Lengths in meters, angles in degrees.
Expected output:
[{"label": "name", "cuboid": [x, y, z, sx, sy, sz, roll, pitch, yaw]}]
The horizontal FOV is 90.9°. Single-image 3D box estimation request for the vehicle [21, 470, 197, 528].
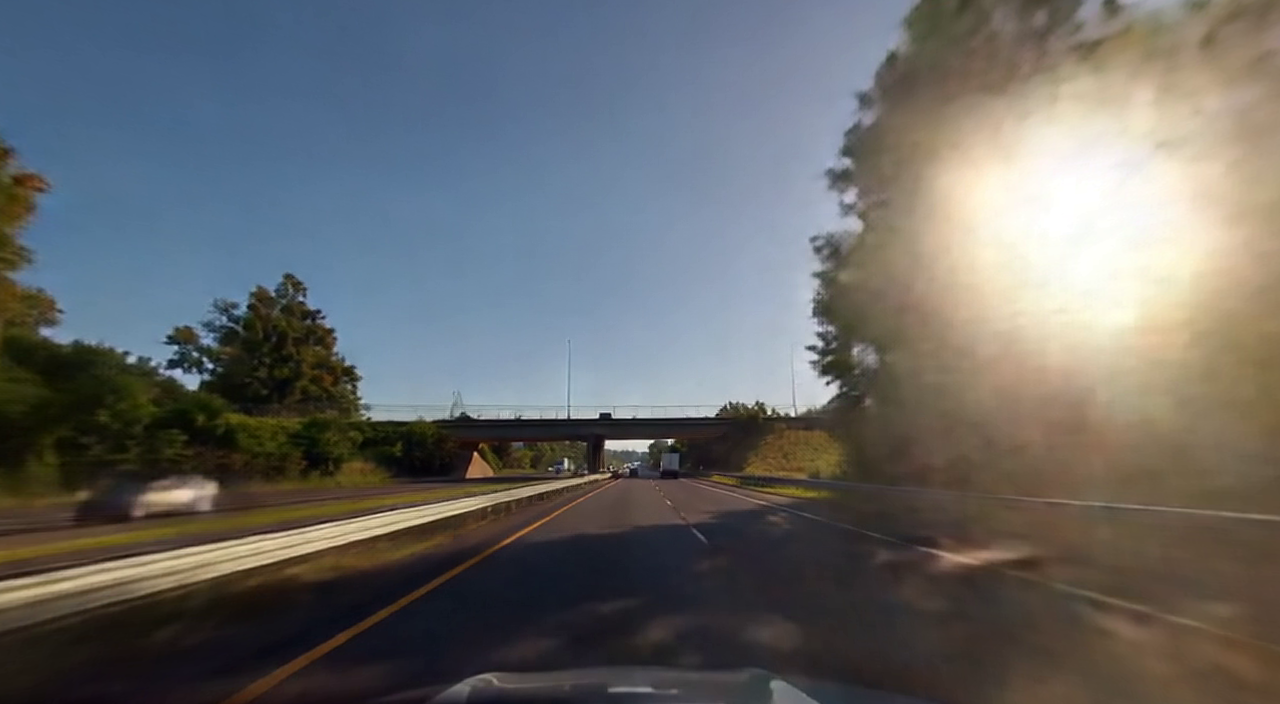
[{"label": "vehicle", "cuboid": [-16.179, 4.464, 19.544, 1.830, 1.526, 4.105, 1, -11, 0]}]
